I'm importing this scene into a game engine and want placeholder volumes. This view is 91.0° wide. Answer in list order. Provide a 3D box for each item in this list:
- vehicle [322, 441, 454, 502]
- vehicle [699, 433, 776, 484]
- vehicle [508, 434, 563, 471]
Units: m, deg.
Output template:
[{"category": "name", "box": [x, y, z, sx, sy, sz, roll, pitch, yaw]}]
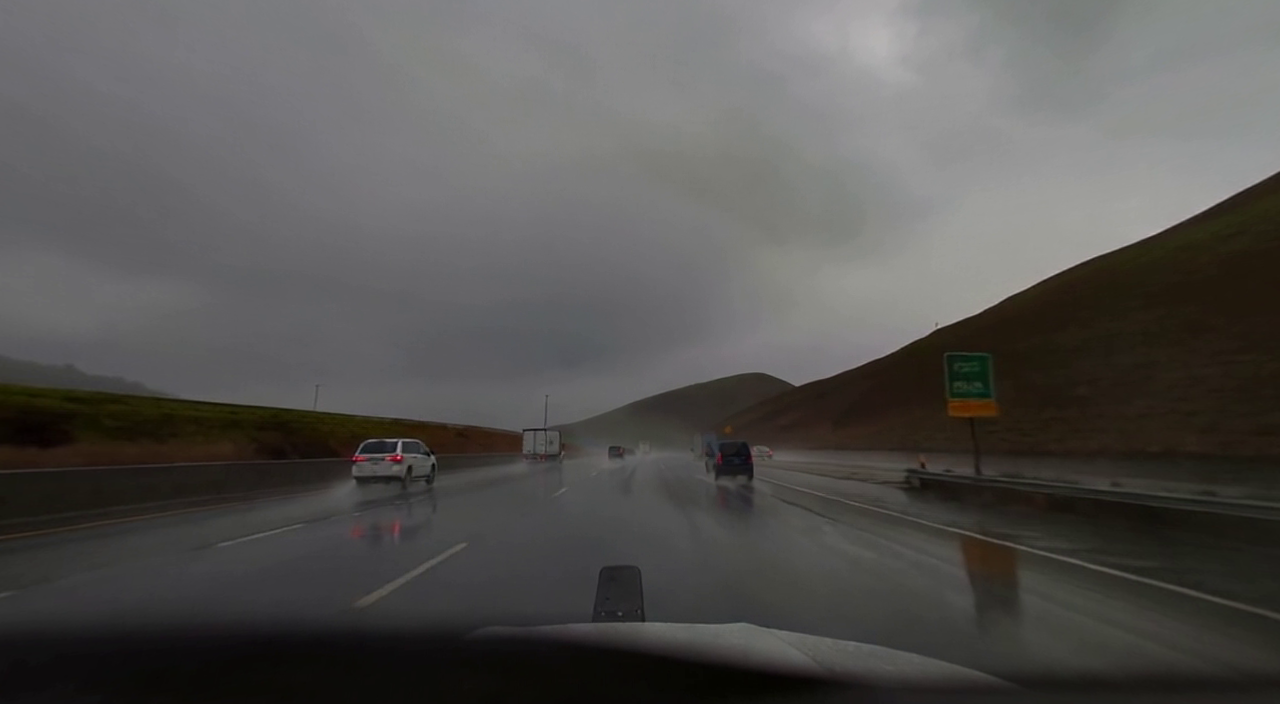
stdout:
[{"category": "vehicle", "box": [-7.189, 3.454, 18.646, 1.935, 1.550, 4.883, 0, -9, -1]}, {"category": "vehicle", "box": [3.688, 4.157, 24.816, 2.231, 1.789, 4.700, 0, -9, -1]}, {"category": "vehicle", "box": [-7.699, 7.538, 47.412, 2.937, 2.509, 7.090, 0, -9, 0]}]
